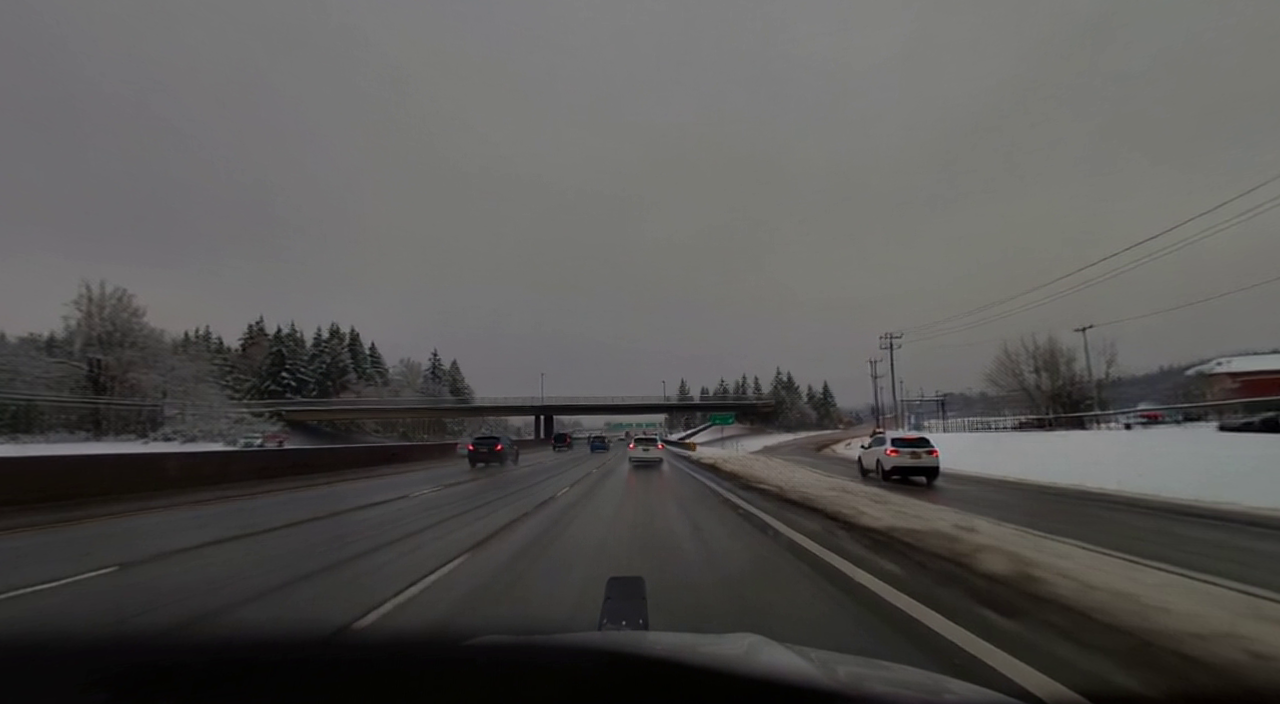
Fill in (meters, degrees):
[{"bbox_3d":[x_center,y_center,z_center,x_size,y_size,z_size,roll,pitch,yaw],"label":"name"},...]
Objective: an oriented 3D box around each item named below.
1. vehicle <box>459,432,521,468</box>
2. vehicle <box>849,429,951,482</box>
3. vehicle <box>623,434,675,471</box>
[{"bbox_3d":[-7.451,4.918,31.791,2.067,1.682,4.388,0,-8,0],"label":"vehicle"},{"bbox_3d":[9.156,3.686,22.706,2.095,1.674,4.530,-1,-8,5],"label":"vehicle"},{"bbox_3d":[0.341,4.450,27.968,2.145,1.493,4.146,0,-8,0],"label":"vehicle"}]
